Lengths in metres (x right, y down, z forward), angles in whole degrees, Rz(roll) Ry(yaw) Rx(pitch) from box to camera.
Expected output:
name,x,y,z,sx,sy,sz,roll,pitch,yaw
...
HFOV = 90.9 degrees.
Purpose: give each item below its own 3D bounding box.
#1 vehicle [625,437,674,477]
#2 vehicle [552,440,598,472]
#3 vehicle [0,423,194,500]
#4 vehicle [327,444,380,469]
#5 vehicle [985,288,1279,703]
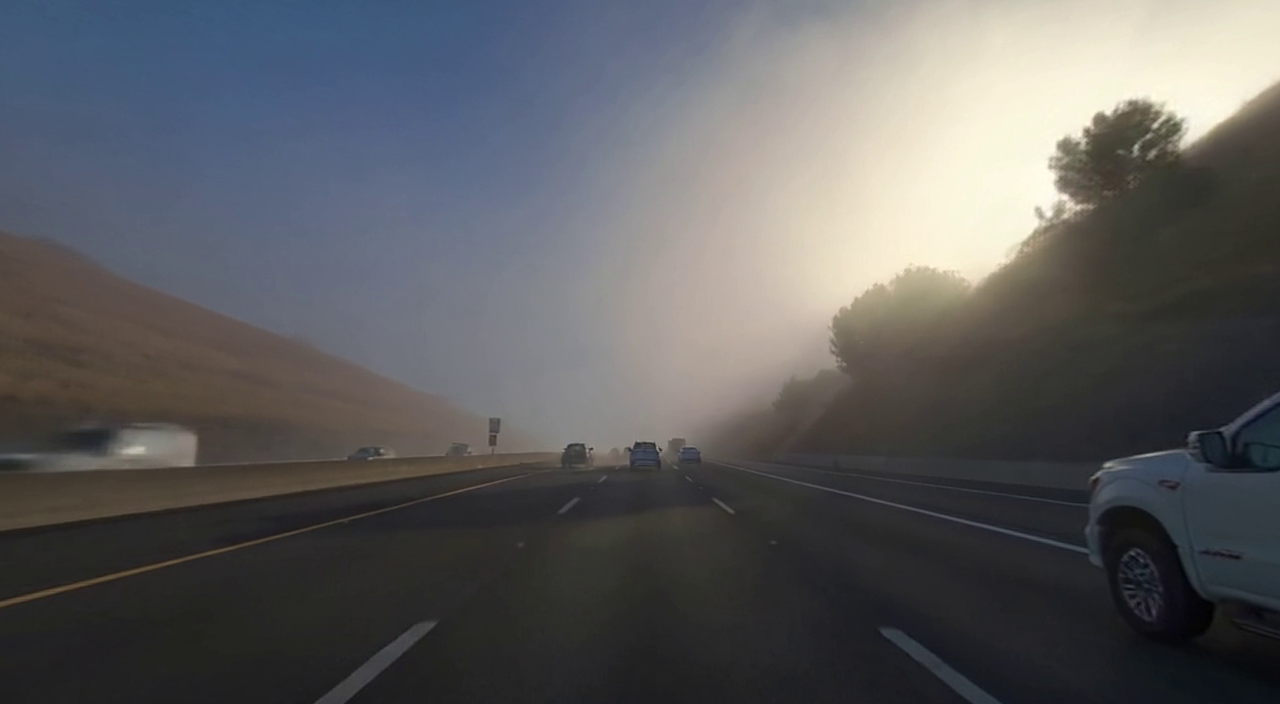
name,x,y,z,sx,sy,sz,roll,pitch,yaw
vehicle,0.424,4.818,29.068,2.086,1.685,4.206,0,-8,0
vehicle,-3.634,5.862,35.753,2.076,1.690,4.113,0,-8,1
vehicle,-12.596,2.457,14.458,1.817,1.525,3.880,0,-8,1
vehicle,-16.132,5.874,35.631,1.436,1.354,3.176,0,-9,1
vehicle,4.203,0.623,2.200,2.700,1.980,5.866,0,-8,1
